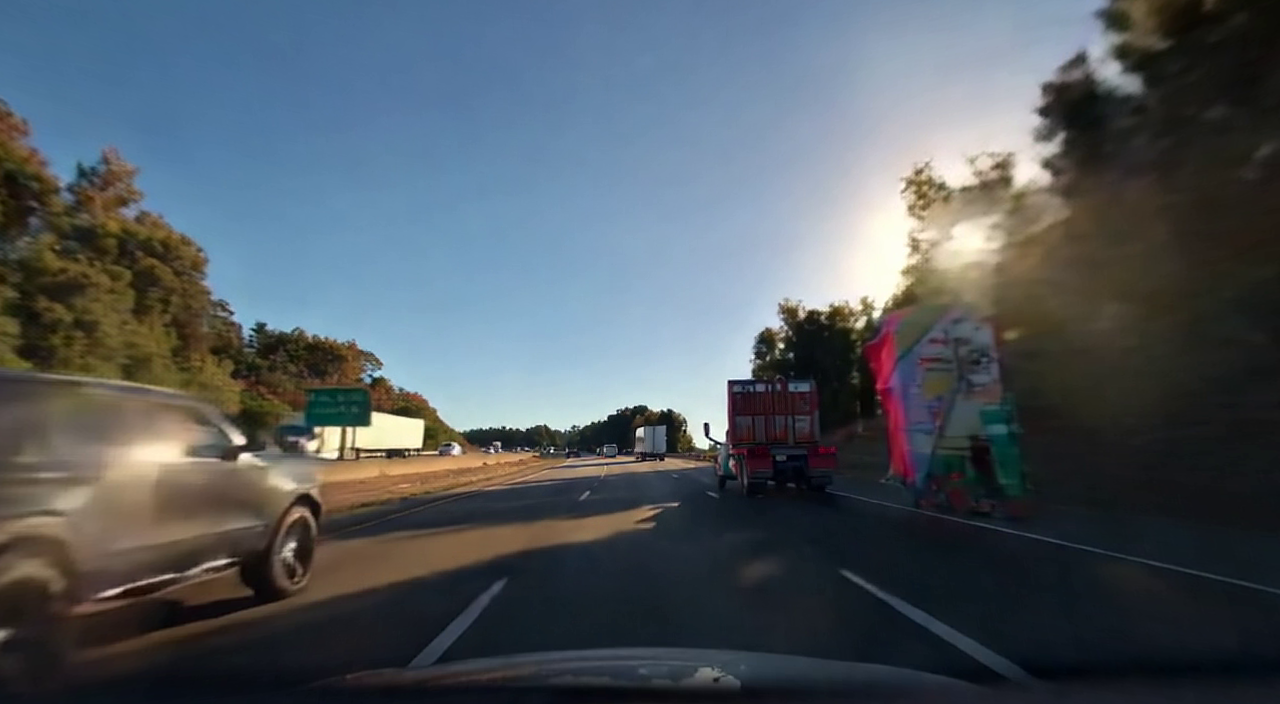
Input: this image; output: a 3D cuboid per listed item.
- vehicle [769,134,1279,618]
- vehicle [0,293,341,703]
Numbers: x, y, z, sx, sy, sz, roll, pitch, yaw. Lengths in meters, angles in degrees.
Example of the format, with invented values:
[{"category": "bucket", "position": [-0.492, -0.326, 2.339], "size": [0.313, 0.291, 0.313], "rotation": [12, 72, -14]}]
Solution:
[{"category": "vehicle", "position": [4.245, 0.726, 9.381], "size": [2.826, 4.035, 8.369], "rotation": [0, -9, 0]}, {"category": "vehicle", "position": [-3.877, 0.802, 3.091], "size": [2.337, 1.942, 4.984], "rotation": [0, -9, 0]}]
